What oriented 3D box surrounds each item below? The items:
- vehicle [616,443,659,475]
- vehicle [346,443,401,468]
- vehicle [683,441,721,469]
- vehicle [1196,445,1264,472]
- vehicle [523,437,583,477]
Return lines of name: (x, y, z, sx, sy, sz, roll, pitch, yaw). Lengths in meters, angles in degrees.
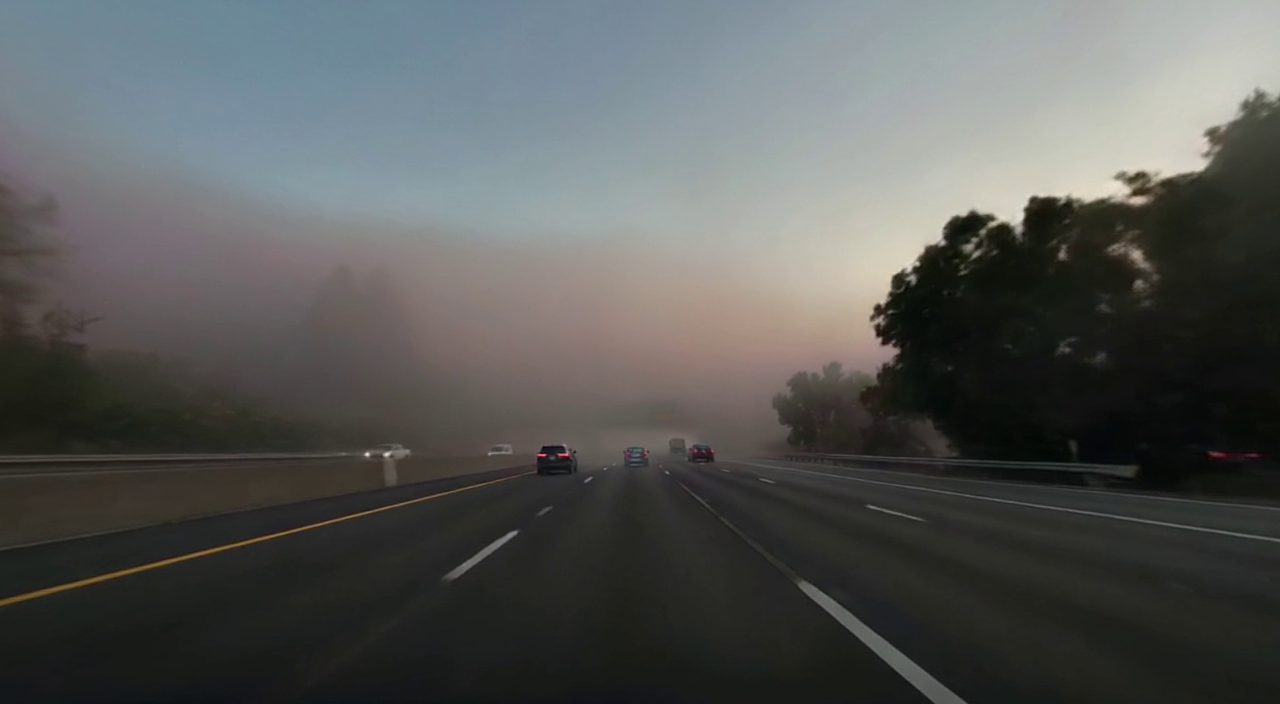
vehicle: (-0.119, 5.375, 32.049, 2.075, 1.486, 4.007, 0, -9, 0)
vehicle: (-20.484, 7.960, 48.813, 2.049, 1.761, 4.778, -1, -9, 2)
vehicle: (3.778, 6.334, 38.933, 1.936, 1.625, 3.991, 0, -9, 0)
vehicle: (37.011, 6.664, 39.745, 1.980, 1.532, 4.660, -5, -10, 29)
vehicle: (-4.066, 5.010, 30.365, 2.113, 1.756, 4.471, 0, -9, 2)
